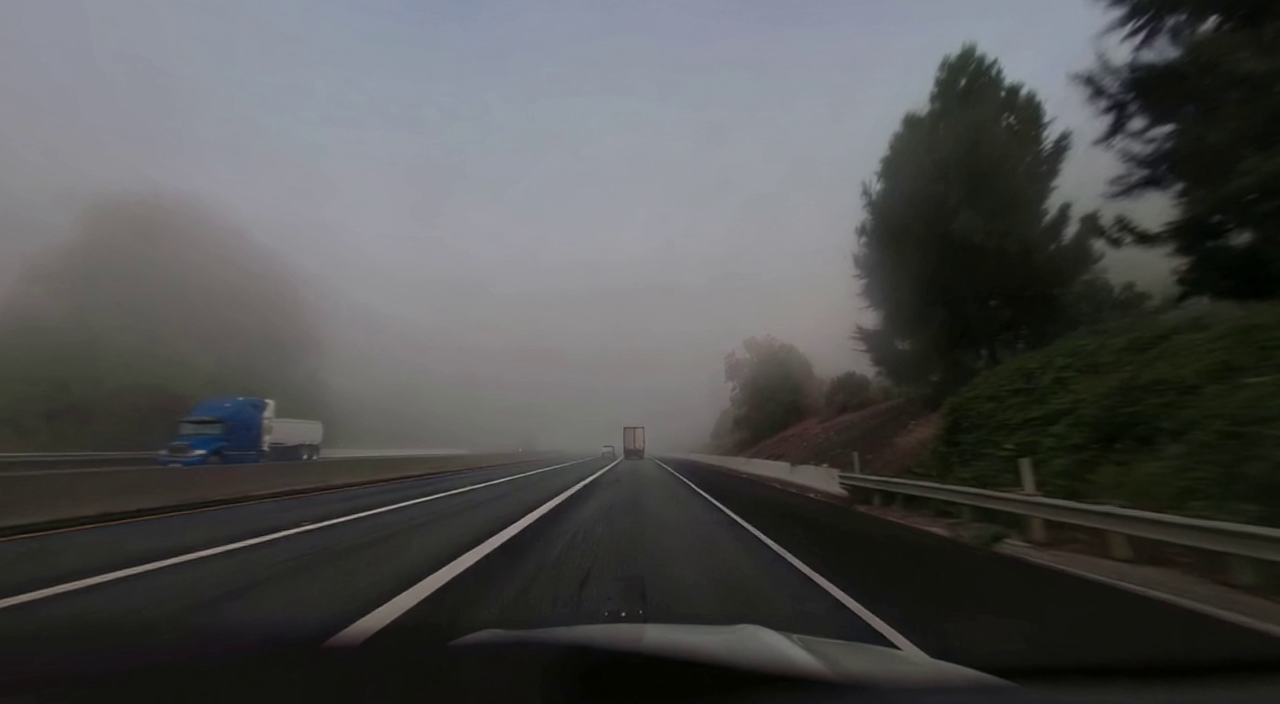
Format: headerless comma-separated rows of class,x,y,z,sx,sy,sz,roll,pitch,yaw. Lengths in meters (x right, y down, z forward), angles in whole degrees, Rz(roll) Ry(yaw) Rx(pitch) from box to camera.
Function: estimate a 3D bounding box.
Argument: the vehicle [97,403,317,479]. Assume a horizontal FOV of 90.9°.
vehicle,-23.299,5.134,35.674,2.824,3.436,13.724,0,-9,0
